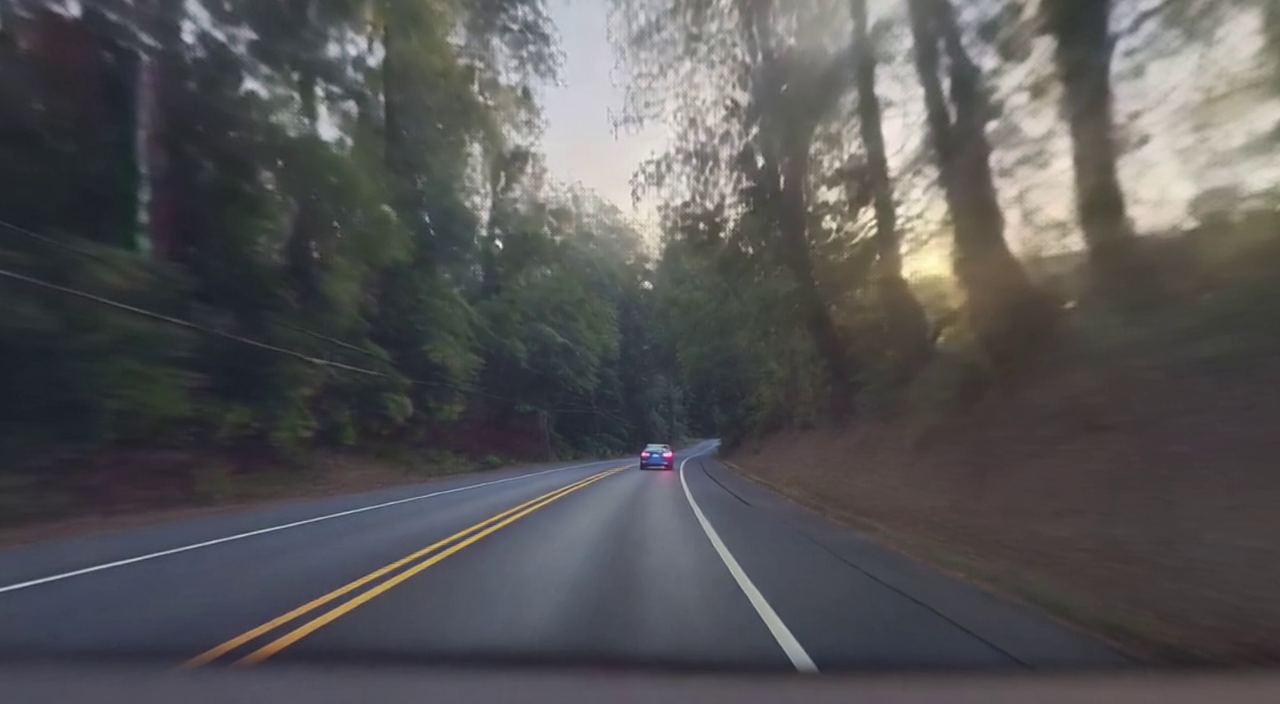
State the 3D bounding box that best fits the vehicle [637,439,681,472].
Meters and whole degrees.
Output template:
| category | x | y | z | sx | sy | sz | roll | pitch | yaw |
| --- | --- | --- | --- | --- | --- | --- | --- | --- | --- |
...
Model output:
| category | x | y | z | sx | sy | sz | roll | pitch | yaw |
| --- | --- | --- | --- | --- | --- | --- | --- | --- | --- |
| vehicle | 1.010 | 5.219 | 32.044 | 2.059 | 1.524 | 3.963 | -1 | -9 | 4 |
